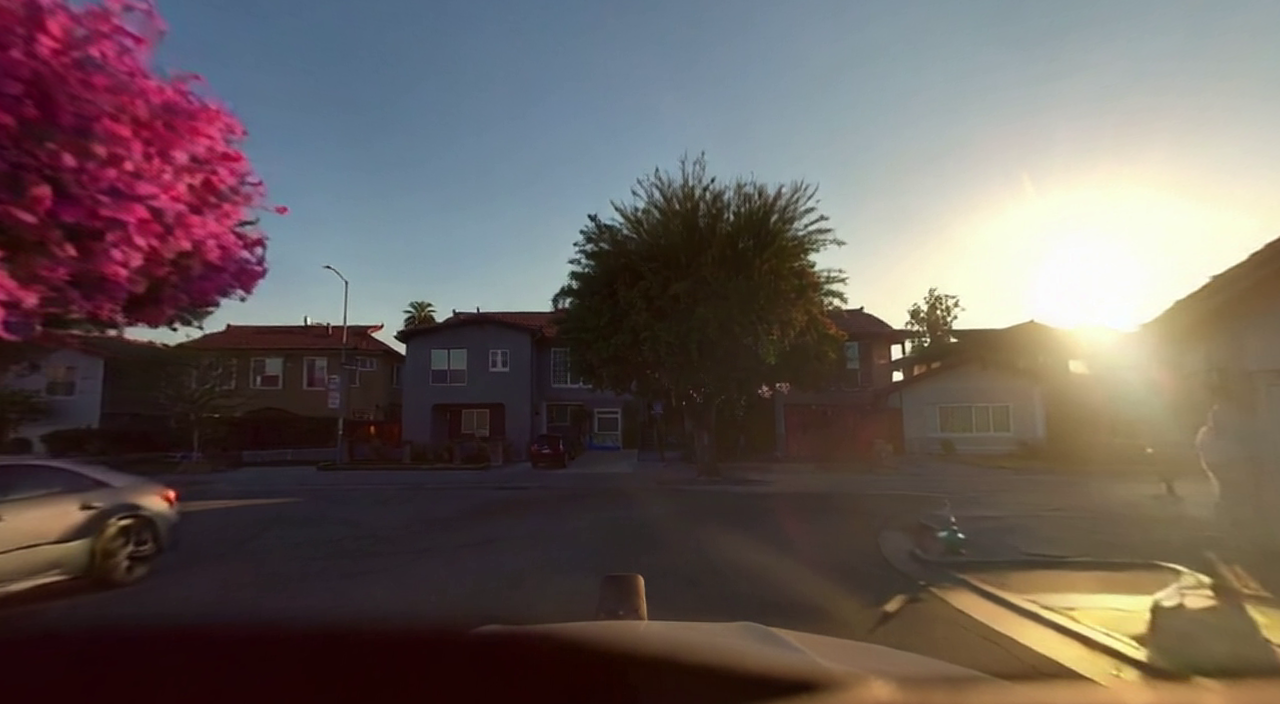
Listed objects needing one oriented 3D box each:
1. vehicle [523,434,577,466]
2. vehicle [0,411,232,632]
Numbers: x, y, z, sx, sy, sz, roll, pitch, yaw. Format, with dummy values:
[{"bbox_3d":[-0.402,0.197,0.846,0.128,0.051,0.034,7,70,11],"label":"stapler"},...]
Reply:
[{"bbox_3d":[-4.498,5.004,32.208,1.968,1.491,4.486,0,-9,2],"label":"vehicle"},{"bbox_3d":[-6.059,1.399,5.403,2.087,1.697,4.892,1,-9,-4],"label":"vehicle"}]
